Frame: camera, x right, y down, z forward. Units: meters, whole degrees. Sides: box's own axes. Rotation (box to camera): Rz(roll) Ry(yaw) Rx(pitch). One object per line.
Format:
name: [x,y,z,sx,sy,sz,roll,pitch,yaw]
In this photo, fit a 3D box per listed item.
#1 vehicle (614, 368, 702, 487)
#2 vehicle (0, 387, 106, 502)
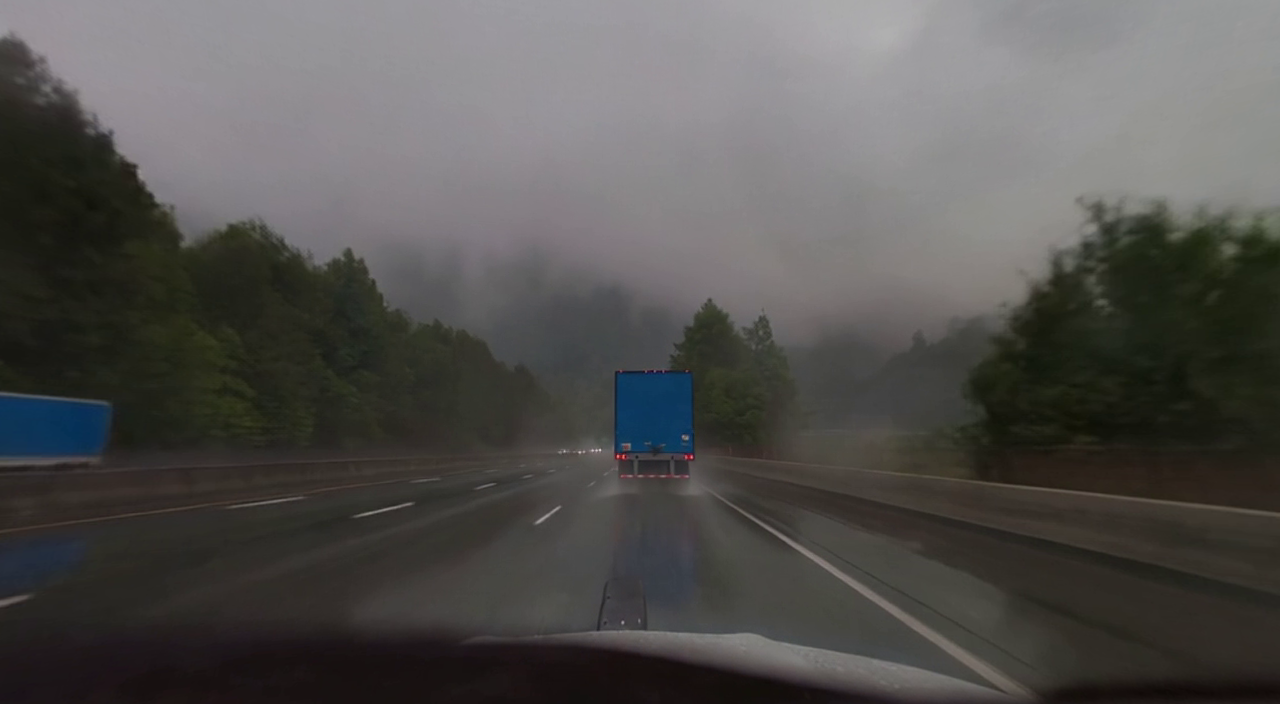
vehicle: [0.543,3.270,26.106,2.898,3.973,10.063,0,-9,-1]
vehicle: [-23.845,2.754,18.933,2.911,3.971,14.598,0,-9,0]
